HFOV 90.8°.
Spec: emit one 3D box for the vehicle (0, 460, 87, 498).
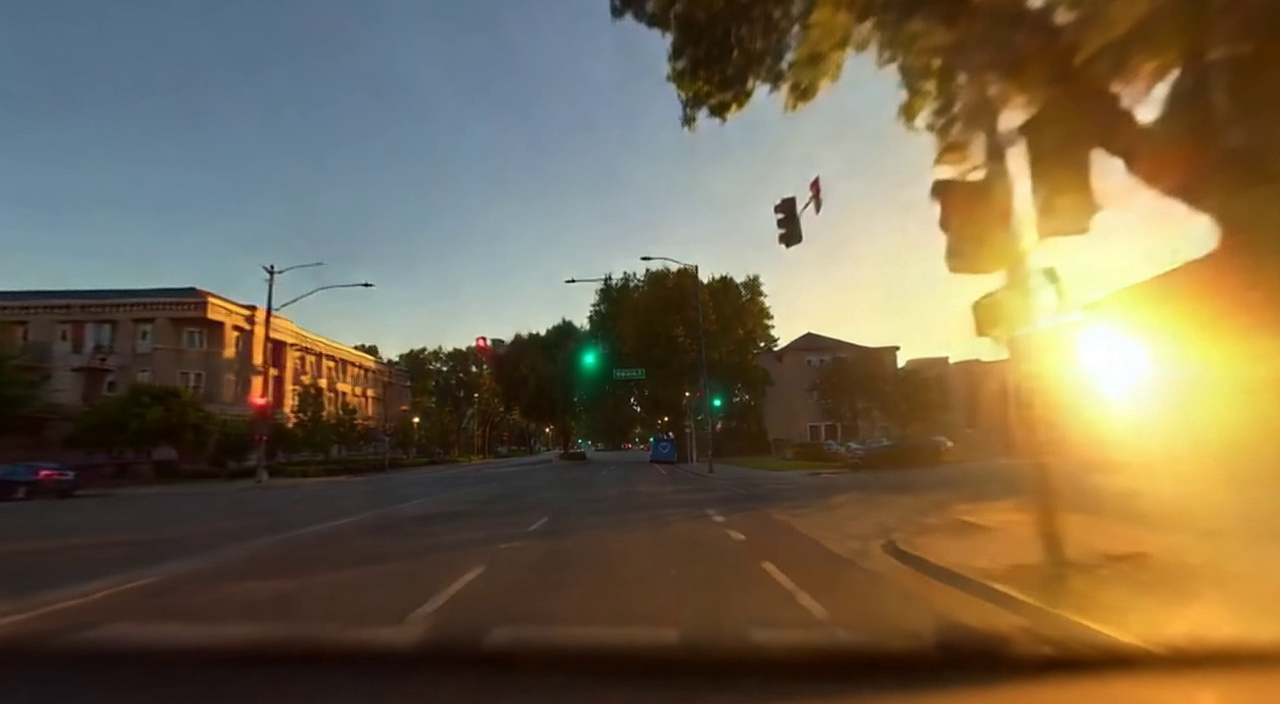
[{"bbox_3d":[-26.250,5.309,26.541,4.153,1.493,1.808,0,-9,-2],"label":"vehicle"}]
